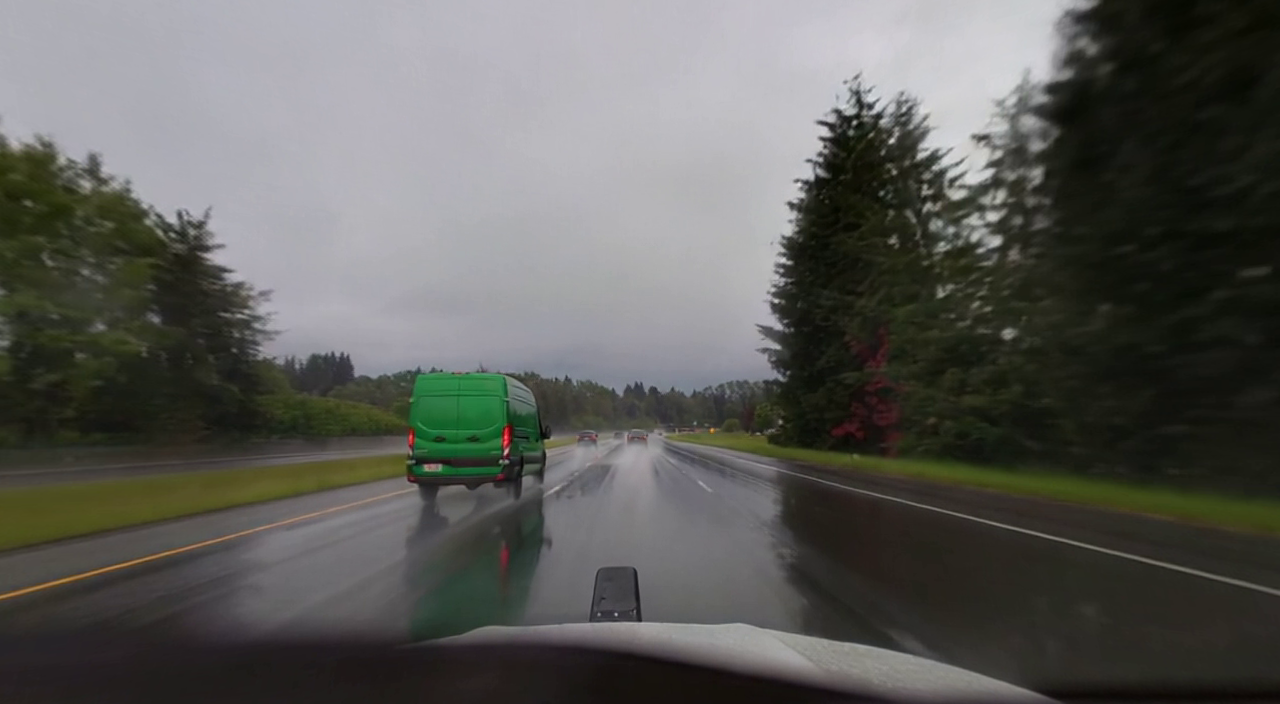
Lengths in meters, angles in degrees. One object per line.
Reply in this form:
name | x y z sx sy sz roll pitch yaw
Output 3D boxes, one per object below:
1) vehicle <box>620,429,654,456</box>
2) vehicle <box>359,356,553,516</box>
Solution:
vehicle | -0.222 5.911 41.131 2.104 1.646 4.176 0 -8 -1
vehicle | -3.371 1.744 13.170 2.424 2.577 5.828 0 -8 -2
